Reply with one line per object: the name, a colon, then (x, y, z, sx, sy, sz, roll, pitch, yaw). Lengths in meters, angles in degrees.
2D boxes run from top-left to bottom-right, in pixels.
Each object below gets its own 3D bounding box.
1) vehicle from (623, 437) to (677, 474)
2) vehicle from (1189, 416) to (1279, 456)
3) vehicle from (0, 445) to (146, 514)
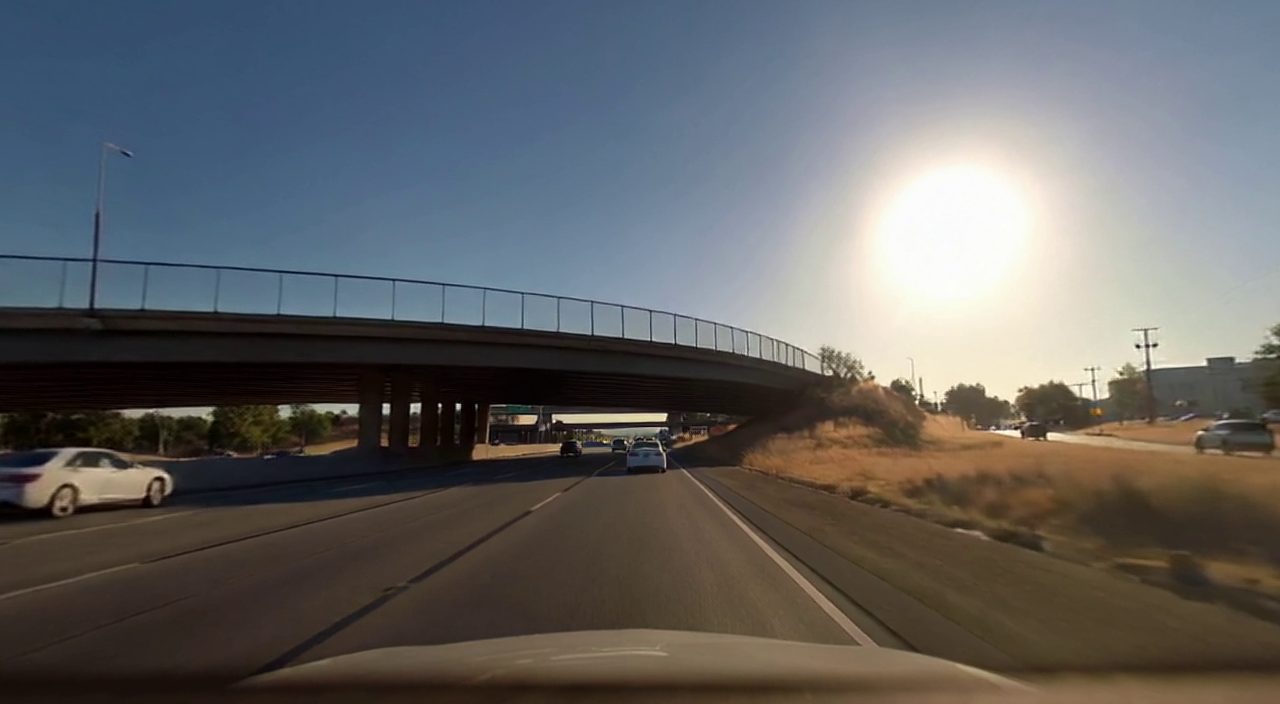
vehicle: (0.417, 4.471, 27.398, 2.145, 1.493, 4.146, 0, -8, 0)
vehicle: (27.422, 3.835, 28.615, 2.095, 1.674, 4.530, -3, -9, 19)
vehicle: (-15.076, 3.048, 15.421, 1.960, 1.505, 4.854, 0, -8, 2)
